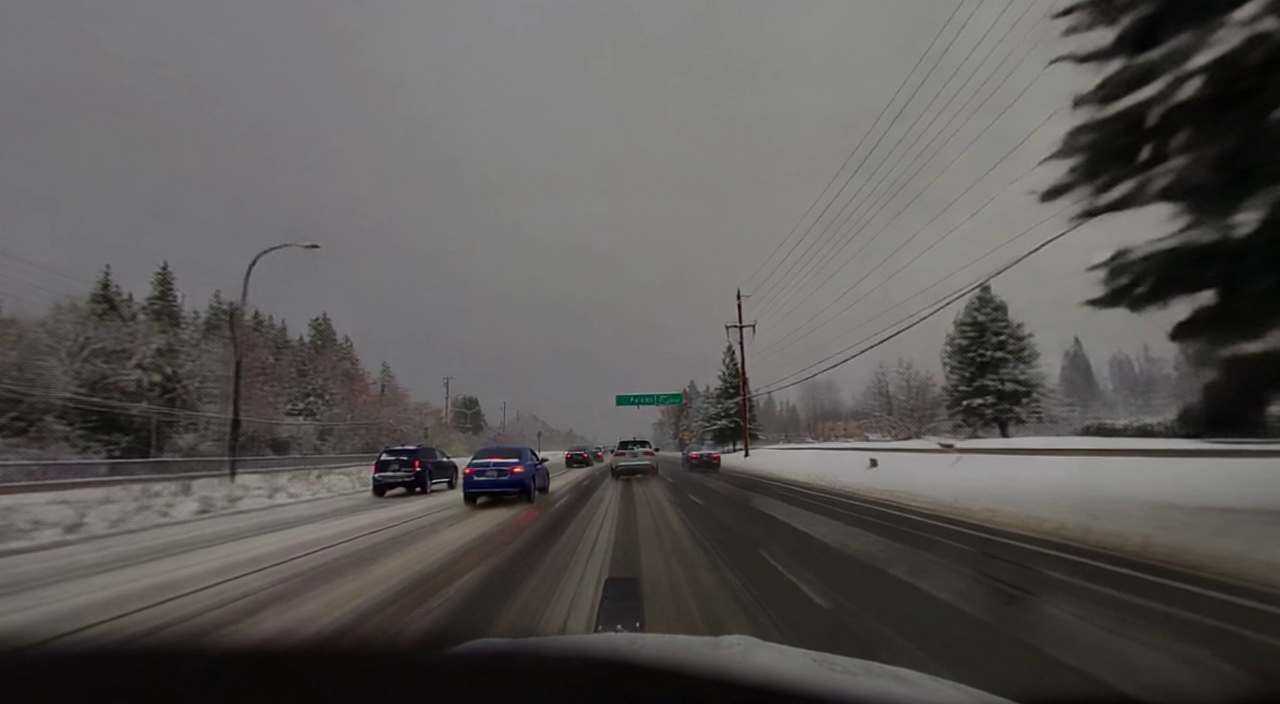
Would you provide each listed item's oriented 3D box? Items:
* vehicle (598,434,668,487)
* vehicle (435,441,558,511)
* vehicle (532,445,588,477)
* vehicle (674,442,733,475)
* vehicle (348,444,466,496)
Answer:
[{"bbox_3d":[-0.256,3.876,22.906,2.284,1.699,4.168,0,-8,-1],"label":"vehicle"},{"bbox_3d":[-3.305,2.937,15.534,1.958,1.447,4.454,0,-8,0],"label":"vehicle"},{"bbox_3d":[-3.852,5.305,31.176,2.203,1.425,4.610,0,-8,0],"label":"vehicle"},{"bbox_3d":[2.965,5.055,30.356,2.197,1.464,4.356,0,-8,-2],"label":"vehicle"},{"bbox_3d":[-7.185,3.659,20.098,1.959,1.435,4.719,0,-8,0],"label":"vehicle"}]
